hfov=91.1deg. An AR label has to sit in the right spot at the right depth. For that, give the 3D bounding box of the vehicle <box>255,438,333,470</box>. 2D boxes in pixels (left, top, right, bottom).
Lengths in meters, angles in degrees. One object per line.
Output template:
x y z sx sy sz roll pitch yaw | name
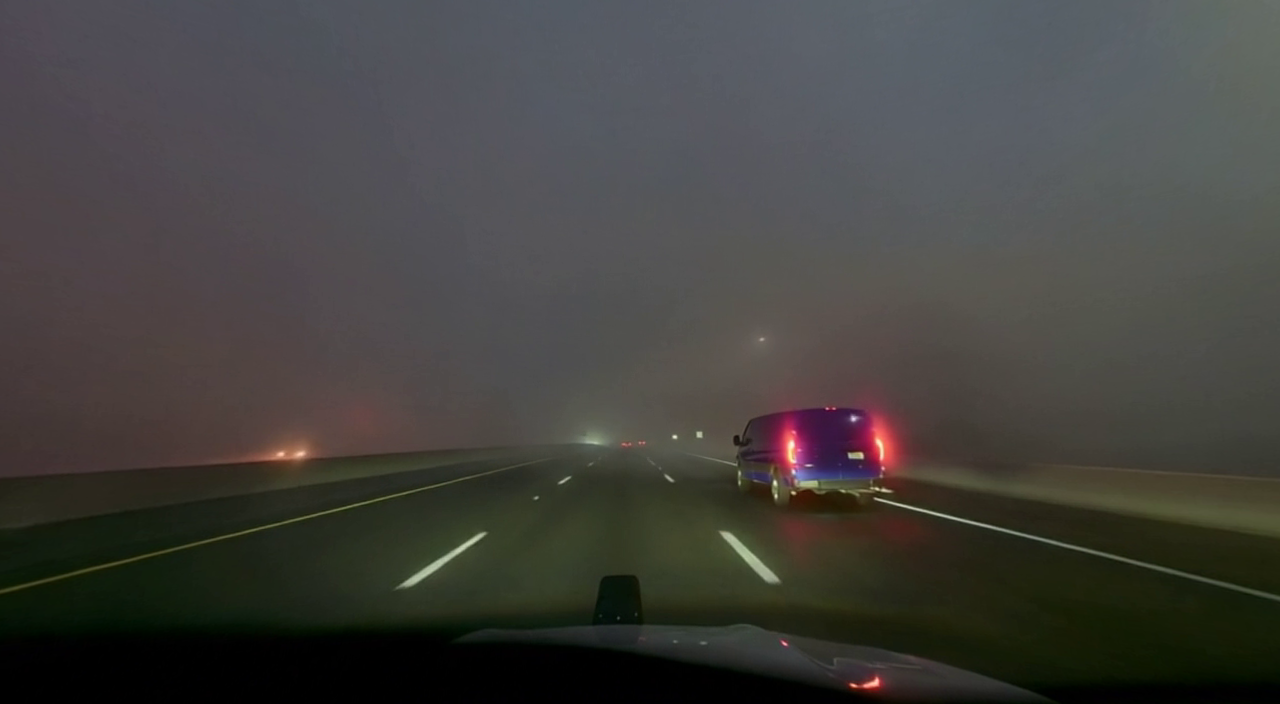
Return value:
-21.112 6.229 38.676 2.002 1.778 5.078 0 -8 -1 | vehicle
